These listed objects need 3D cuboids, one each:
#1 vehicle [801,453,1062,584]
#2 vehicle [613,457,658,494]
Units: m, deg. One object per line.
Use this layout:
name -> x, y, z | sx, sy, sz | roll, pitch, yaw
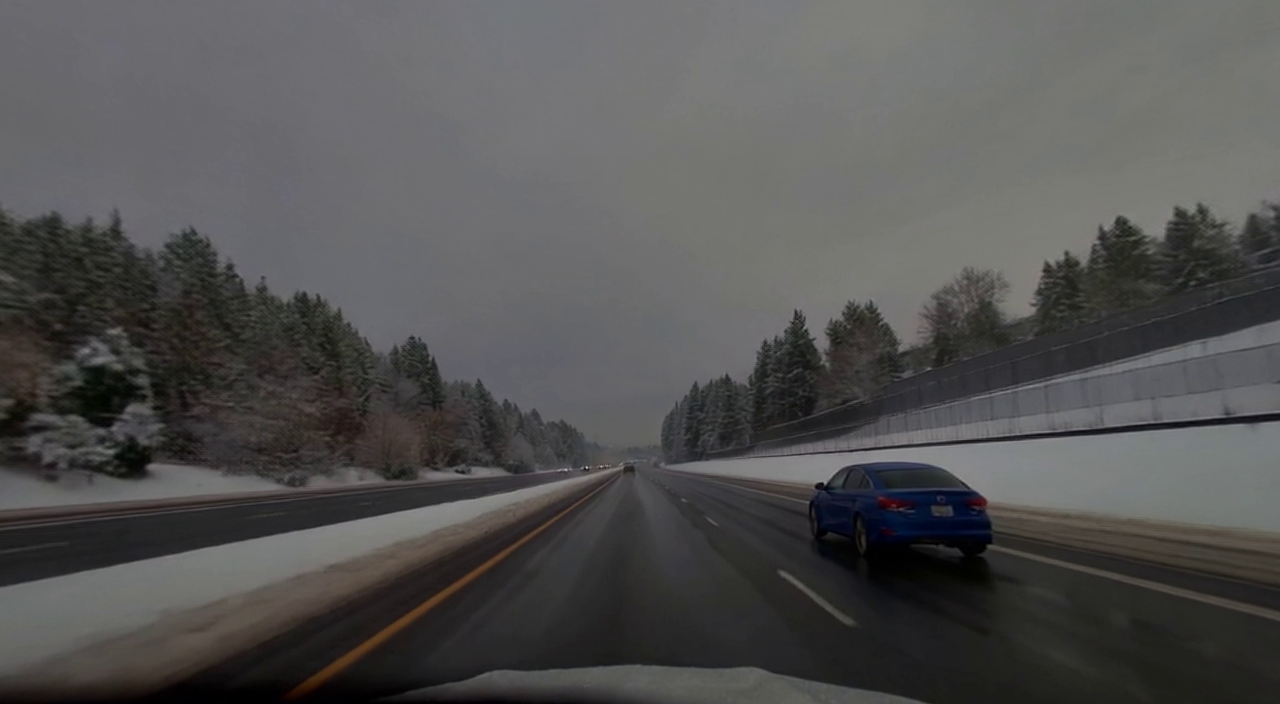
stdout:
vehicle -> 3.952, 2.344, 9.487 | 1.938, 1.494, 4.032 | 1, -11, -1
vehicle -> -0.243, 6.015, 30.813 | 2.037, 1.605, 3.833 | 1, -11, 0
